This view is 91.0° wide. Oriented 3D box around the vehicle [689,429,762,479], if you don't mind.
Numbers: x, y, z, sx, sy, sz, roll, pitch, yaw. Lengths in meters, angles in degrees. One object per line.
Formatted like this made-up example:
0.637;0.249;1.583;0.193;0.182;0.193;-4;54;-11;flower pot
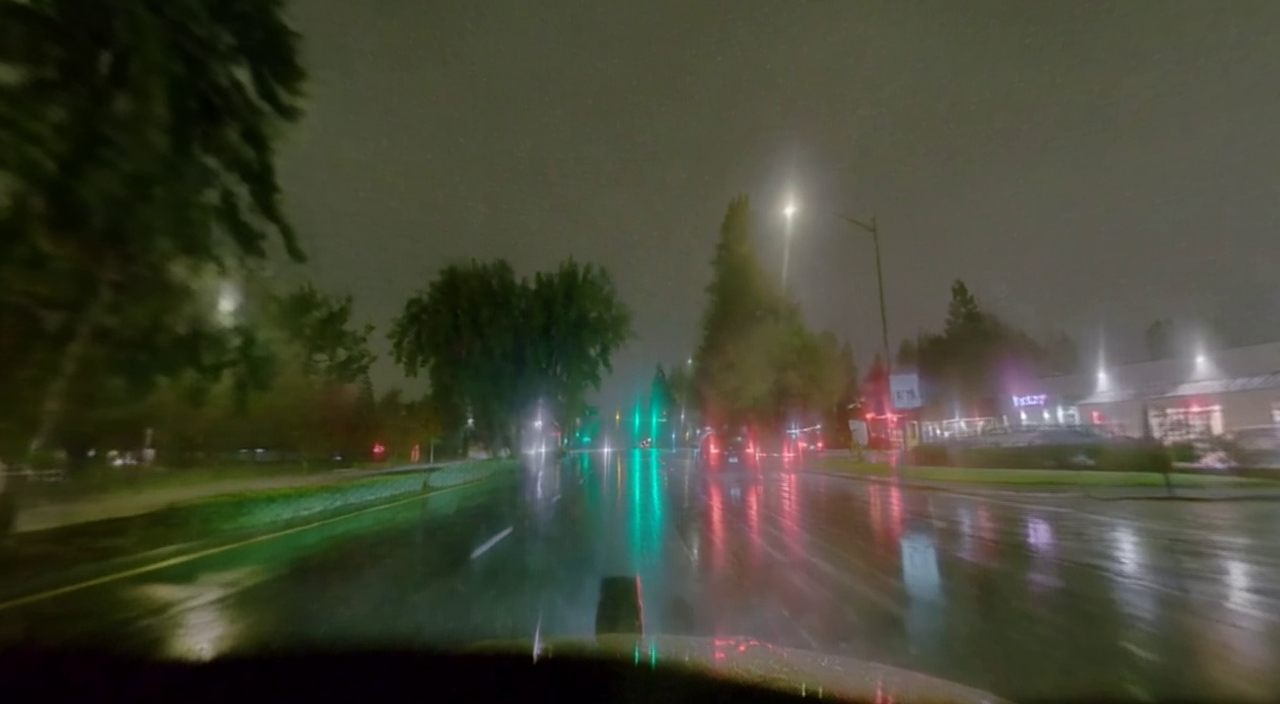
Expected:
3.190;3.901;24.356;2.083;1.743;4.354;0;-8;-2;vehicle
